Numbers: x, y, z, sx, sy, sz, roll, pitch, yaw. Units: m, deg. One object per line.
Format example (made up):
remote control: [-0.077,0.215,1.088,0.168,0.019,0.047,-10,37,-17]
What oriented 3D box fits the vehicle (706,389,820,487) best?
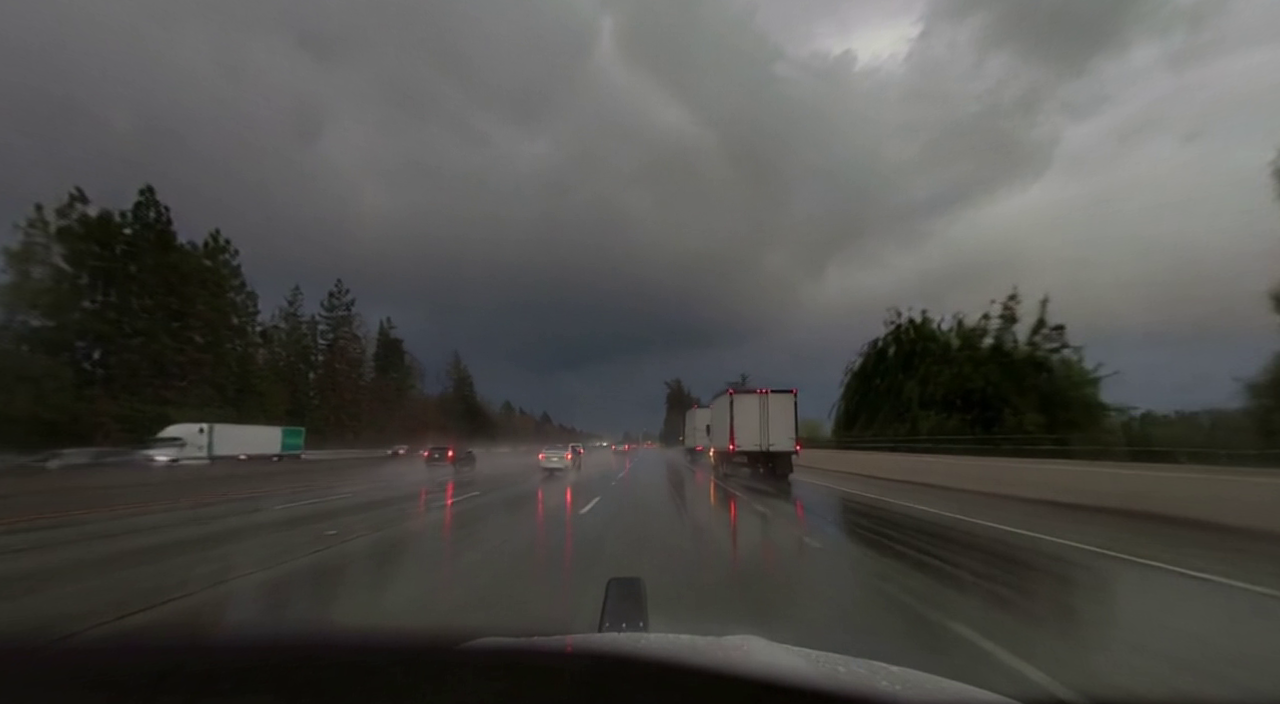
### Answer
vehicle: [4.225,3.218,23.451,2.732,3.052,7.118,0,-8,0]

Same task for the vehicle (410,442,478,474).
vehicle: [-9.733,5.301,31.717,1.899,1.465,4.589,0,-8,1]

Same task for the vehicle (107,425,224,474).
vehicle: [-35.503,7.316,47.598,2.955,3.376,7.255,0,-8,1]

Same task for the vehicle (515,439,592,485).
vehicle: [-2.927,3.843,22.380,1.981,1.473,4.317,0,-8,2]
